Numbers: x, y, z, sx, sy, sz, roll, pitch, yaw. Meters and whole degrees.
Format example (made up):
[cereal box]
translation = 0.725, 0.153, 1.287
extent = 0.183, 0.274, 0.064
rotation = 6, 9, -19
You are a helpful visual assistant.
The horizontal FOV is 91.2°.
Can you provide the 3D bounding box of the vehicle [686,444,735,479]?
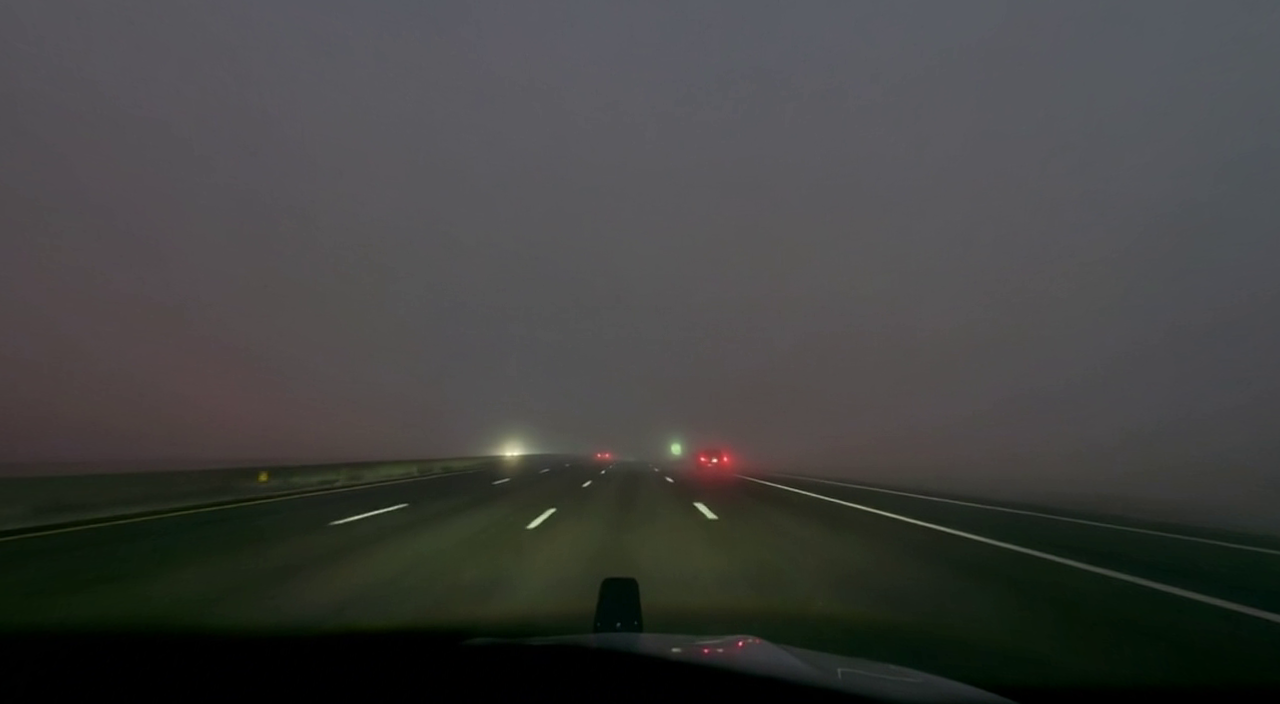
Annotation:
[vehicle]
translation = 3.328, 5.285, 30.365
extent = 1.895, 1.555, 4.030
rotation = 0, -9, 0
